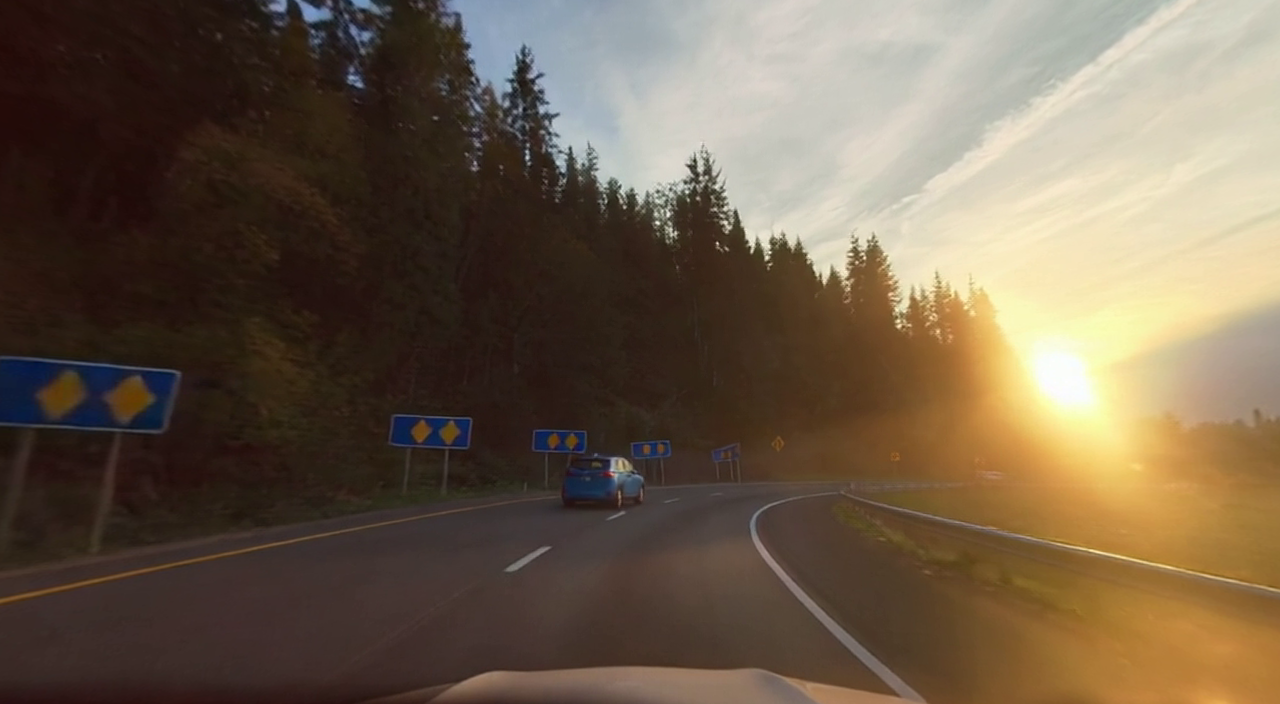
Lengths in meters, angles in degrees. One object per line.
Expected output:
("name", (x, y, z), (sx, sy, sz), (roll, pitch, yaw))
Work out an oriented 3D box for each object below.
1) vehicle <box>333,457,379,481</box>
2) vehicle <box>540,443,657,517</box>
("vehicle", (-18.774, 7.763, 41.804), (1.758, 1.470, 3.823), (2, -10, -8))
("vehicle", (-0.938, 3.415, 17.128), (1.997, 1.692, 4.422), (-1, -10, 12))
